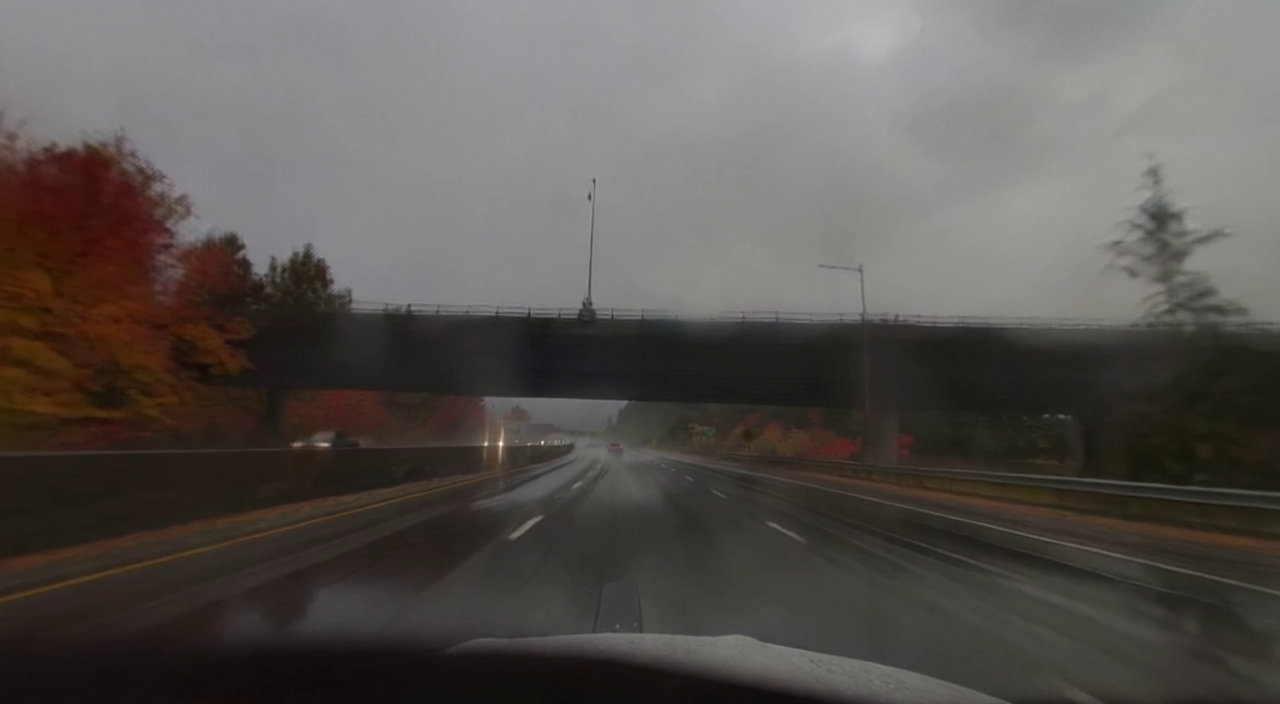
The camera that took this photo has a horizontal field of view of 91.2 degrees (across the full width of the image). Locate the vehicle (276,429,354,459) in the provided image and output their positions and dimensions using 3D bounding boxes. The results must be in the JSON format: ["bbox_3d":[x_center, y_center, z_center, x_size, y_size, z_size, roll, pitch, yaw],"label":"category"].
[{"bbox_3d":[-17.362,4.990,33.706,1.838,1.488,4.497,0,-9,-1],"label":"vehicle"}]
